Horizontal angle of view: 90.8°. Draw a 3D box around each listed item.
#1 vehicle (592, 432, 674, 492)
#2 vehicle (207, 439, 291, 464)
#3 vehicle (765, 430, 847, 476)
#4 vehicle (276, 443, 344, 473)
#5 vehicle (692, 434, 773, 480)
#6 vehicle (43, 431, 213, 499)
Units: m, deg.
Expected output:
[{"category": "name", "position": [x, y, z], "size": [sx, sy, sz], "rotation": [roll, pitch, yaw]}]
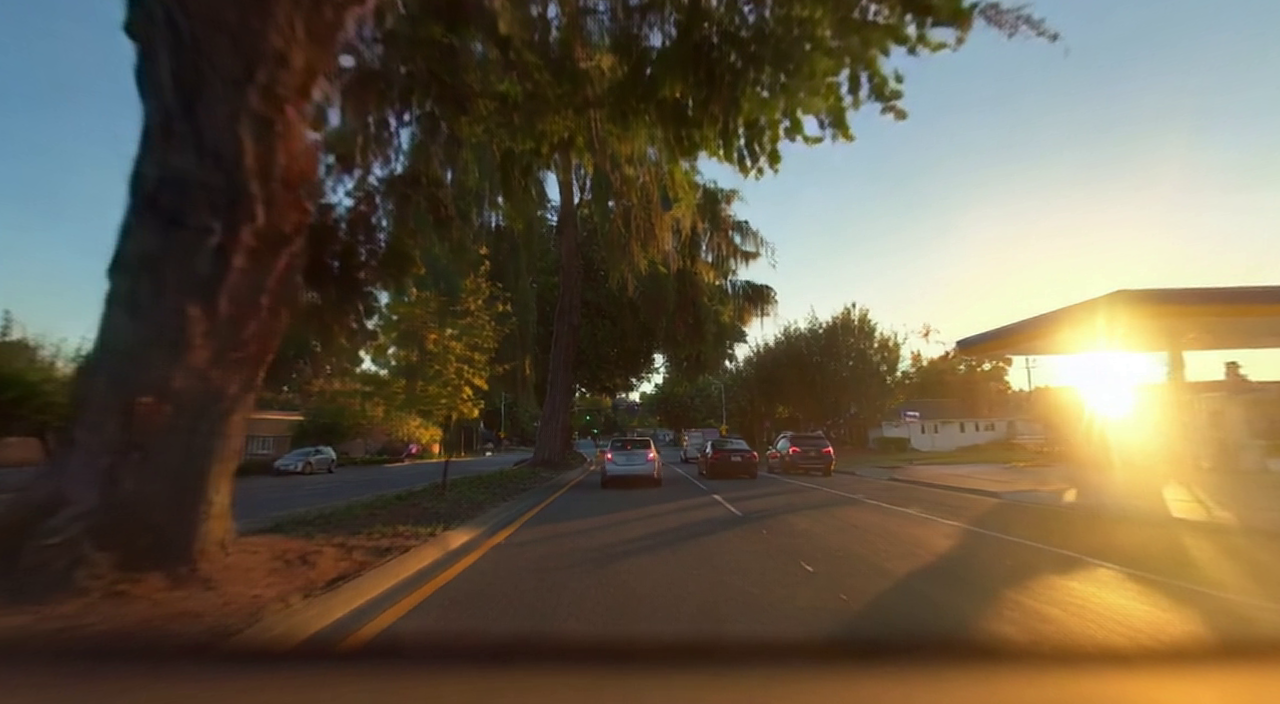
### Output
[{"category": "vehicle", "position": [-0.166, 3.053, 17.876], "size": [2.052, 1.488, 3.779], "rotation": [0, -8, 0]}, {"category": "vehicle", "position": [-28.348, 7.203, 45.854], "size": [4.699, 1.775, 2.007], "rotation": [0, -8, 0]}, {"category": "vehicle", "position": [6.952, 4.303, 27.088], "size": [2.117, 1.757, 4.969], "rotation": [0, -8, -1]}, {"category": "vehicle", "position": [-19.467, 6.254, 37.483], "size": [1.903, 1.706, 3.994], "rotation": [0, -8, -1]}, {"category": "vehicle", "position": [3.215, 3.788, 22.991], "size": [2.124, 1.476, 4.730], "rotation": [0, -8, -1]}, {"category": "vehicle", "position": [-19.073, 4.138, 23.999], "size": [2.222, 2.141, 5.390], "rotation": [-1, -6, -3]}]
